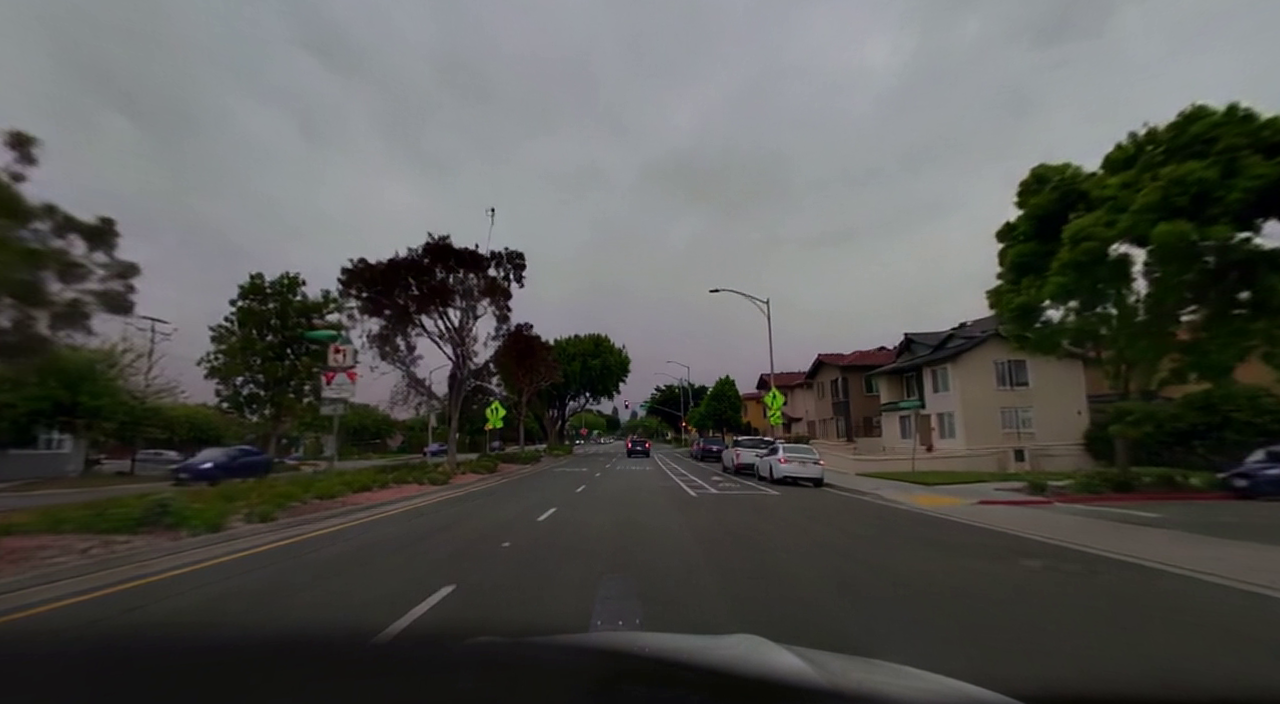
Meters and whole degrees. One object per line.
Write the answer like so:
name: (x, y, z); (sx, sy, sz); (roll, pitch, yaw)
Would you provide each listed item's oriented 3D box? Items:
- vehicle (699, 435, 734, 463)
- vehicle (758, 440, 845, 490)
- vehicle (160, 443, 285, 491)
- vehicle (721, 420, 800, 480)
vehicle: (5.545, 7.106, 46.639); (2.008, 1.930, 4.919); (0, -8, 1)
vehicle: (5.698, 4.042, 22.937); (1.940, 1.584, 4.553); (0, -9, 0)
vehicle: (-16.408, 4.511, 25.168); (1.957, 1.705, 4.346); (0, -9, 1)
vehicle: (5.415, 4.555, 29.431); (2.324, 2.468, 6.422); (0, -9, -1)
